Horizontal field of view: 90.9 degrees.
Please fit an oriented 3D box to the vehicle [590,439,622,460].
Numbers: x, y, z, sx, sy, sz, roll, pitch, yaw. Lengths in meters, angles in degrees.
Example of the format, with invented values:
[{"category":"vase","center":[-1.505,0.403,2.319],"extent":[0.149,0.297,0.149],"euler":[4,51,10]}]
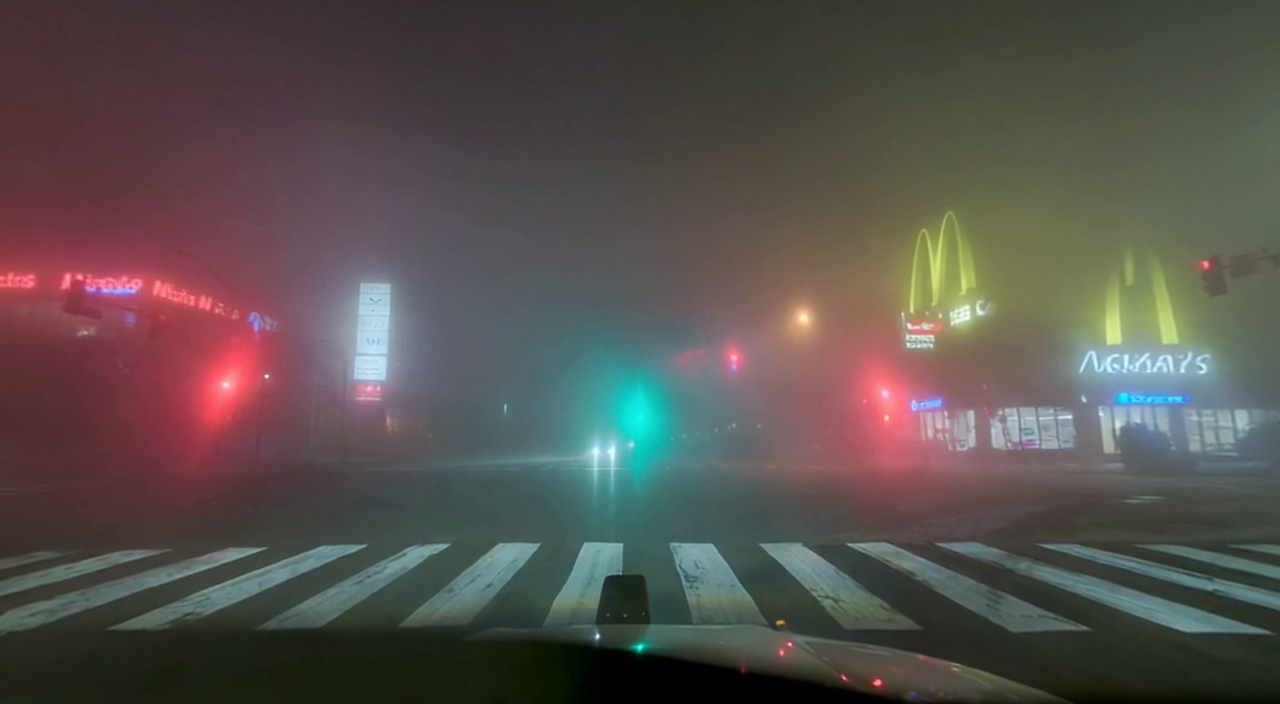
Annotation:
[{"category":"vehicle","center":[-2.492,7.281,47.265],"extent":[2.104,1.468,4.195],"euler":[0,-8,1]}]
